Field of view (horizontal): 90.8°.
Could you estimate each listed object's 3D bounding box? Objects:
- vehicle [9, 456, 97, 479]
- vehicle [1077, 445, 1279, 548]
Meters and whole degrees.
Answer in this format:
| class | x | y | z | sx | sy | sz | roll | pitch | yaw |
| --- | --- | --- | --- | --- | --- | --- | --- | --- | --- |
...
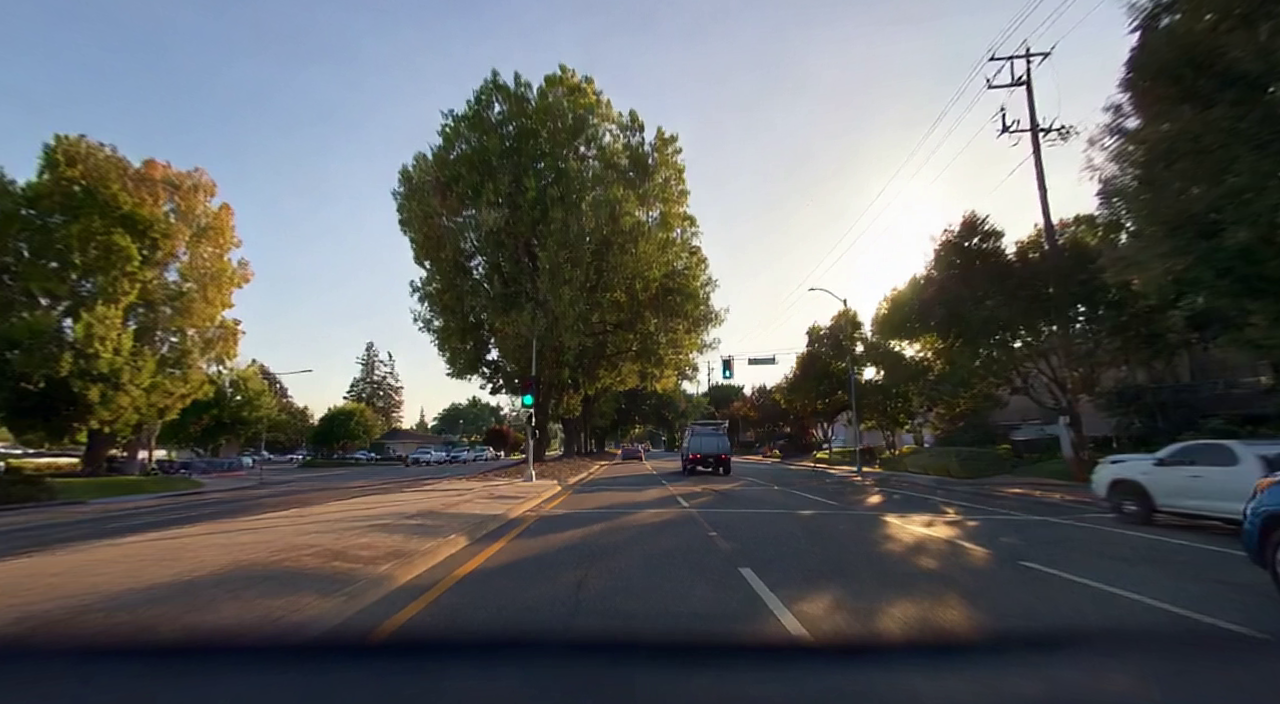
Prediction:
| class | x | y | z | sx | sy | sz | roll | pitch | yaw |
| --- | --- | --- | --- | --- | --- | --- | --- | --- | --- |
| vehicle | -41.881 | 8.240 | 45.156 | 4.408 | 1.611 | 1.902 | 0 | -8 | 2 |
| vehicle | 10.077 | 2.280 | 10.495 | 1.987 | 1.441 | 5.005 | 0 | -8 | -1 |
